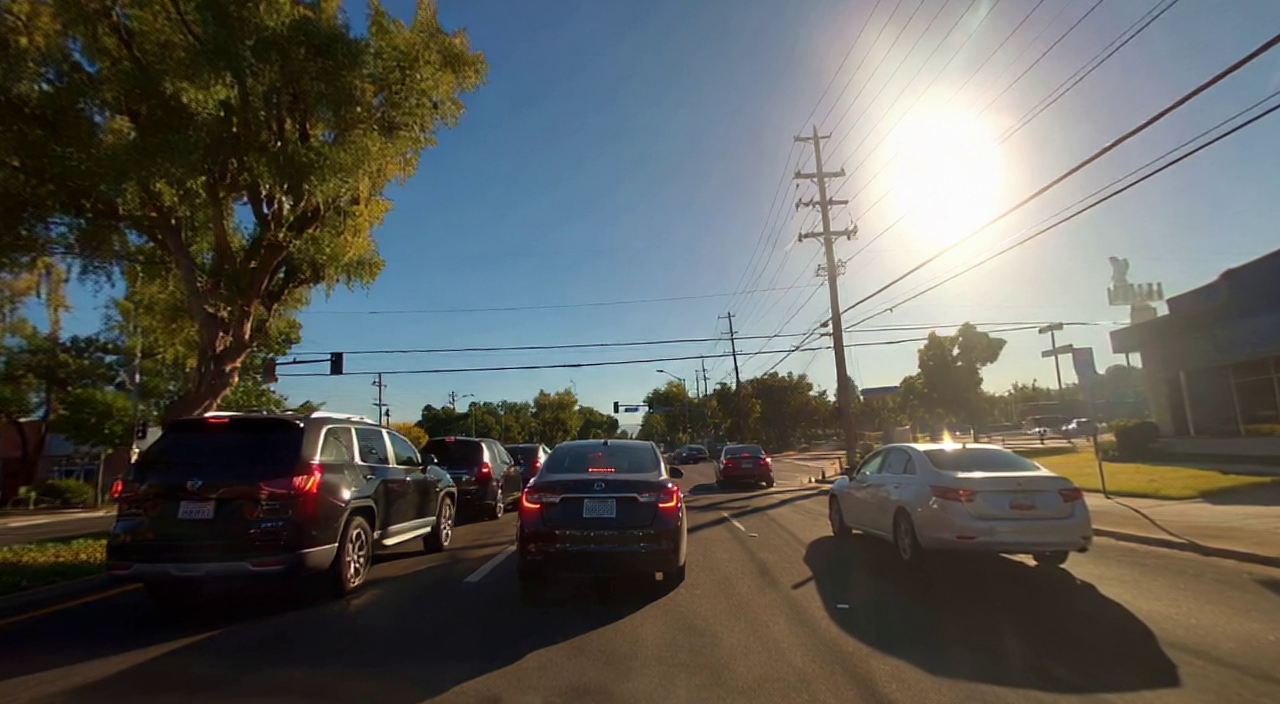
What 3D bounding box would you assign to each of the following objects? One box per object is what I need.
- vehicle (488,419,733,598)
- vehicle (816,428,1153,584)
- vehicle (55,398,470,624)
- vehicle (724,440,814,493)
[{"bbox_3d":[-0.308,1.631,7.401,2.097,1.511,3.809,0,-9,-2],"label":"vehicle"},{"bbox_3d":[3.914,1.802,8.275,1.909,1.473,4.361,0,-9,-1],"label":"vehicle"},{"bbox_3d":[-3.436,1.519,6.983,1.979,1.697,4.254,0,-9,-1],"label":"vehicle"},{"bbox_3d":[3.823,3.465,19.492,1.876,1.456,4.025,0,-9,-1],"label":"vehicle"}]
